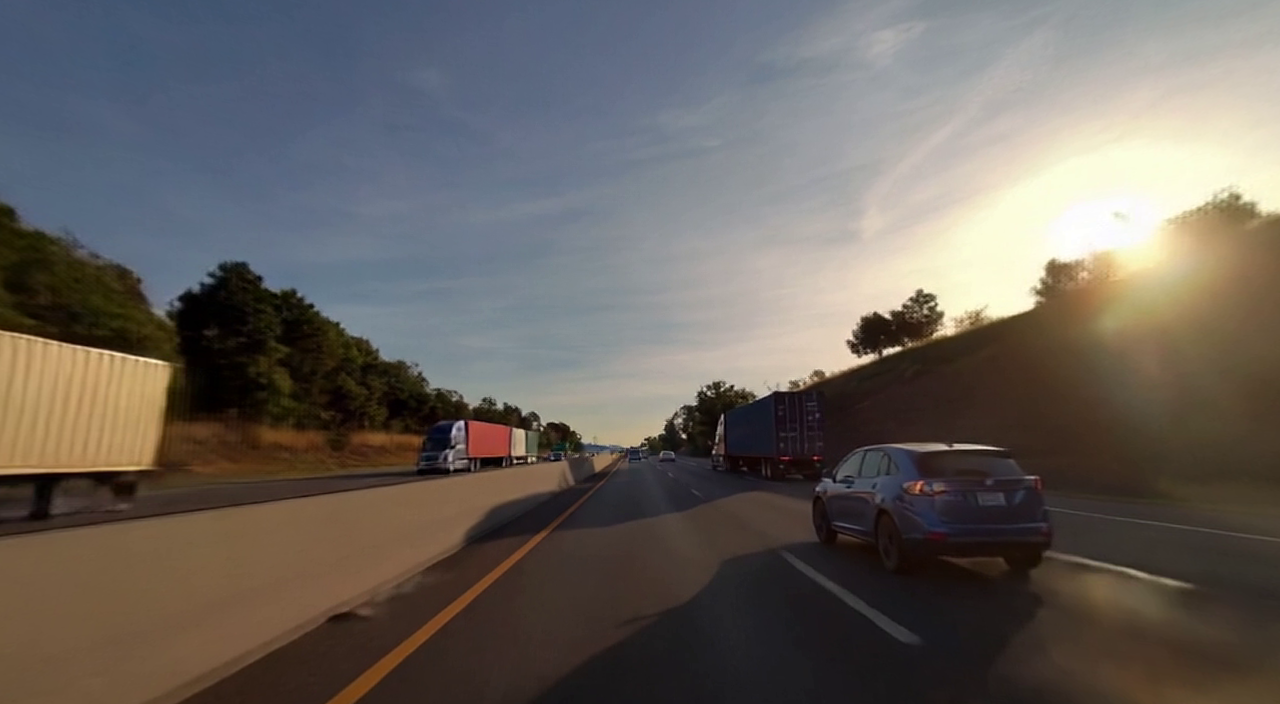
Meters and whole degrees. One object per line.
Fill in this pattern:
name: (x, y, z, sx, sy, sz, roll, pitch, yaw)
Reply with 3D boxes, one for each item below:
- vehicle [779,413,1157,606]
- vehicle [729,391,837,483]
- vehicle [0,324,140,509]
vehicle: (3.360, 1.715, 7.812, 2.130, 1.658, 4.537, 0, -9, -1)
vehicle: (7.378, 4.842, 35.220, 2.882, 4.109, 13.567, 0, -9, 0)
vehicle: (-15.526, 0.870, 10.333, 2.901, 4.036, 14.483, 0, -9, 0)
